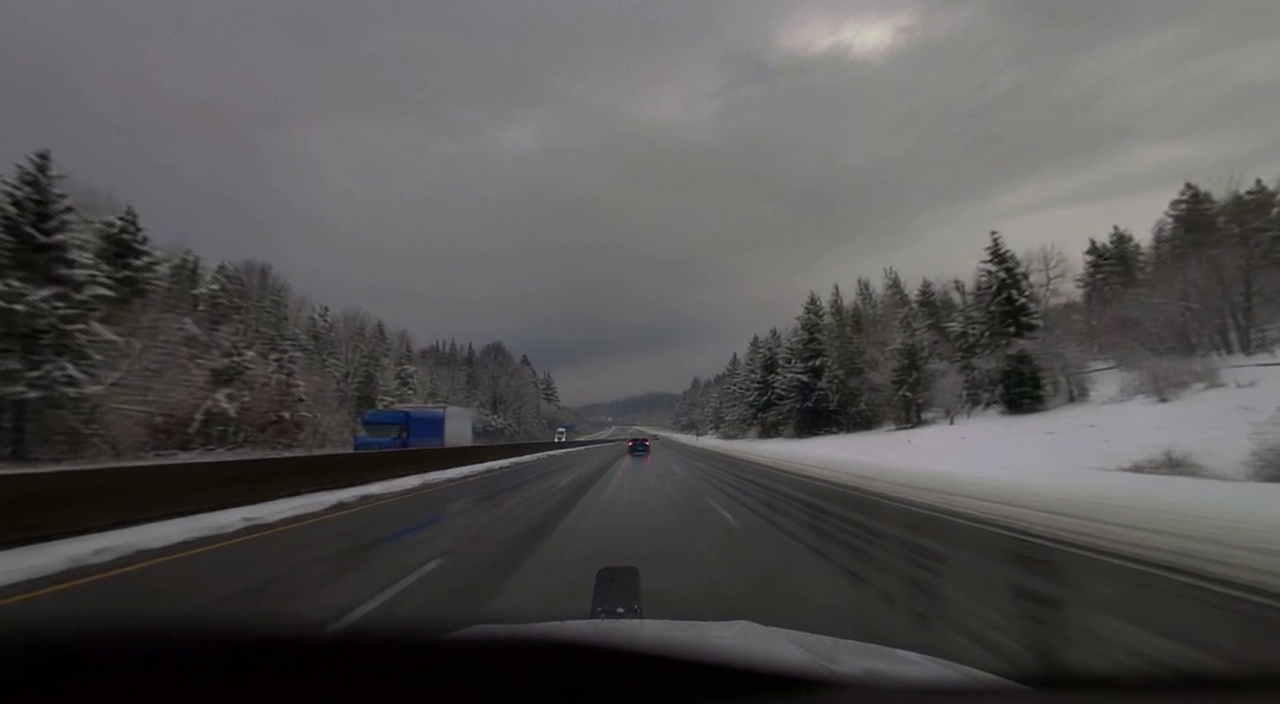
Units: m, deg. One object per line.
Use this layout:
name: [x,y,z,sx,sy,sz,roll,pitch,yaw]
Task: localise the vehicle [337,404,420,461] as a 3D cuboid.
vehicle: [-17.636,5.524,42.952,3.010,3.617,5.816,0,-8,1]
